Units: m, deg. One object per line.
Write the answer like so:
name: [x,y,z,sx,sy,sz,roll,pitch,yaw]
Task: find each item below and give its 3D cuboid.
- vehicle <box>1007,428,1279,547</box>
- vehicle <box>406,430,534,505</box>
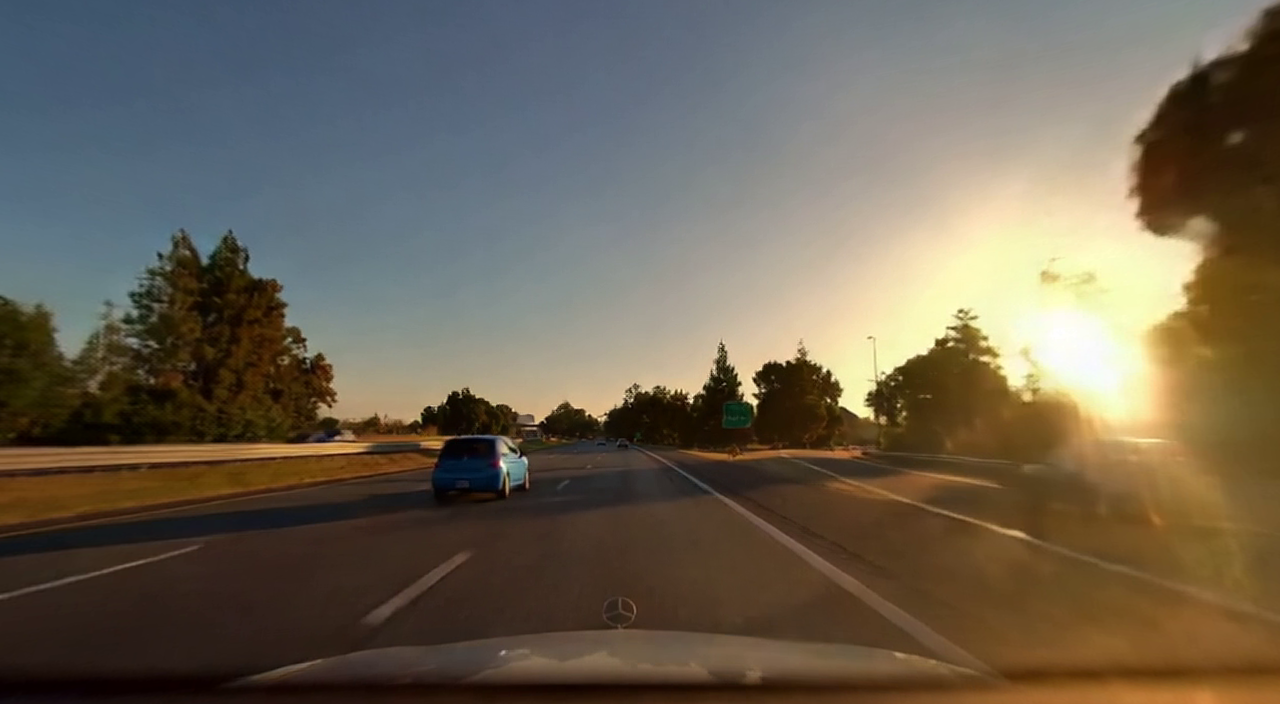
vehicle: [8.722,2.182,11.018,2.084,1.614,4.762,-1,-8,5]
vehicle: [-3.932,2.724,15.350,2.008,1.567,3.959,0,-8,0]
